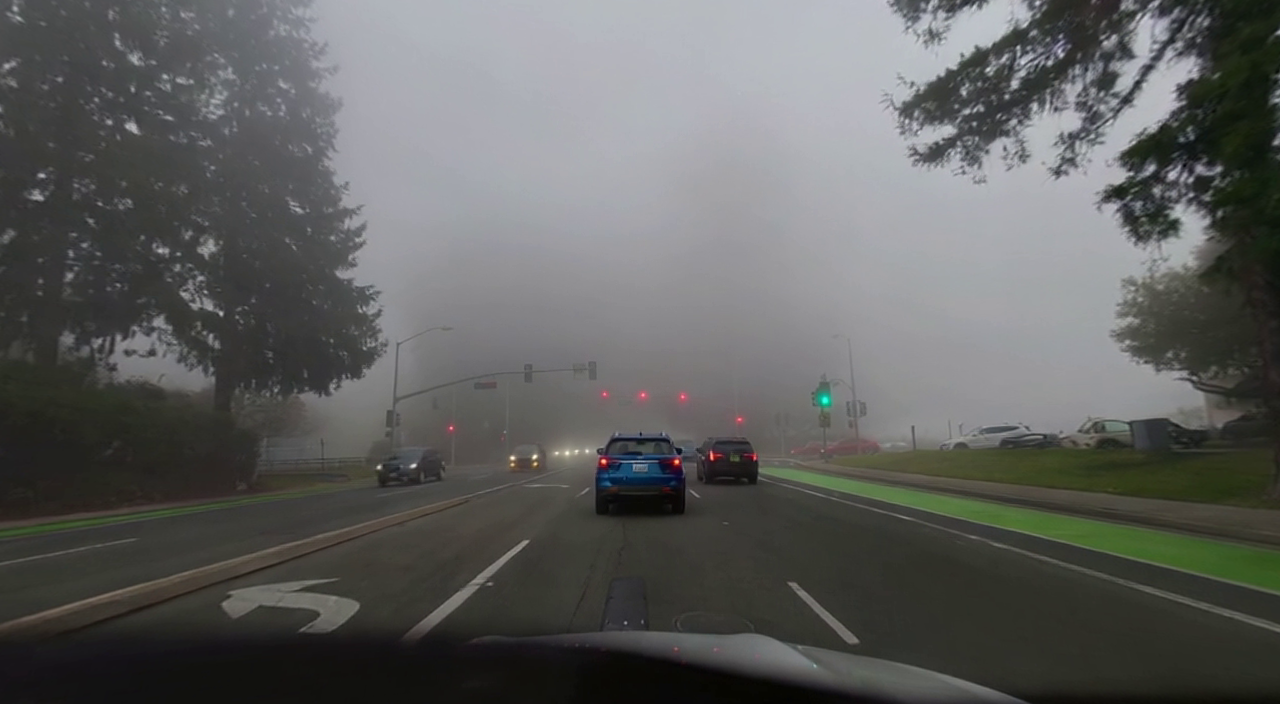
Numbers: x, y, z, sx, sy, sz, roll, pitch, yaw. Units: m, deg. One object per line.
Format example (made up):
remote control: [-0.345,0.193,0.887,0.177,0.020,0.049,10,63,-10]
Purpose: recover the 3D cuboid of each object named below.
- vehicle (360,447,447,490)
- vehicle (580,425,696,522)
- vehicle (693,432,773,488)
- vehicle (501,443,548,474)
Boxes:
vehicle: [-9.966,4.911,26.985,1.886,1.666,4.575,0,-8,0]
vehicle: [-0.026,2.503,13.457,2.109,1.730,3.963,0,-8,0]
vehicle: [3.223,3.863,22.841,2.189,1.815,4.495,0,-8,0]
vehicle: [-6.907,6.396,38.211,2.005,1.729,4.293,0,-8,0]
